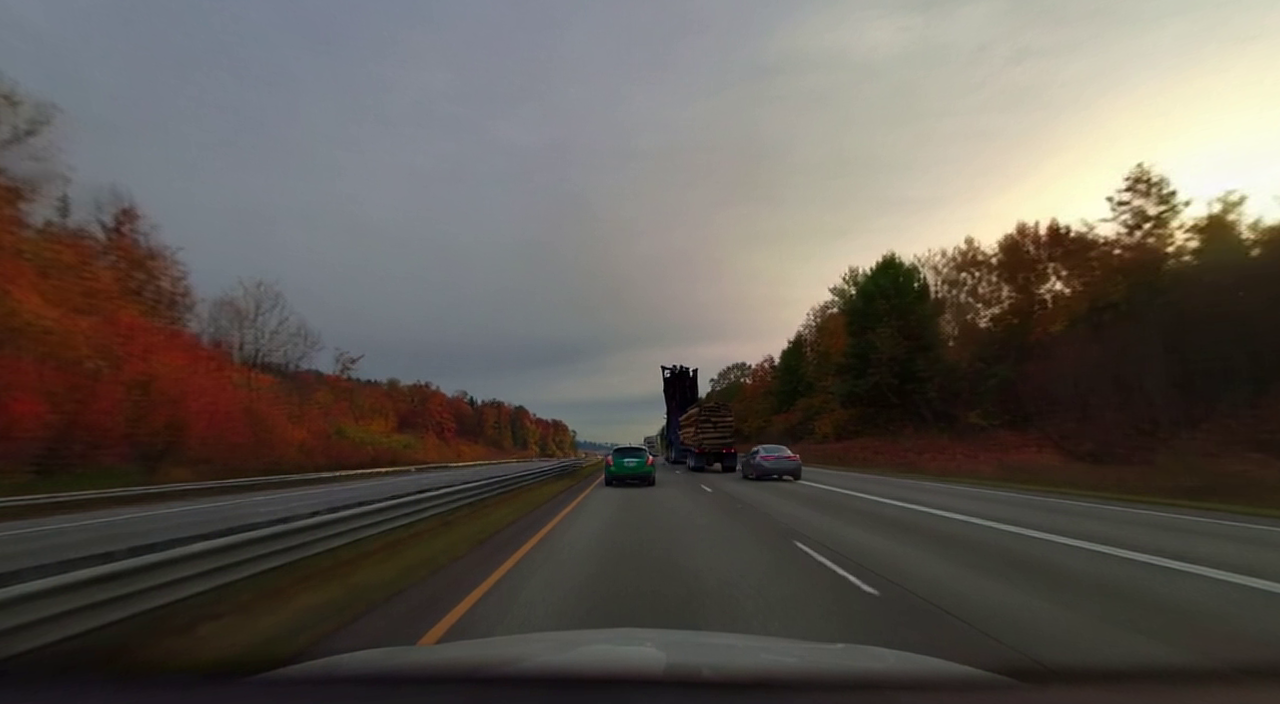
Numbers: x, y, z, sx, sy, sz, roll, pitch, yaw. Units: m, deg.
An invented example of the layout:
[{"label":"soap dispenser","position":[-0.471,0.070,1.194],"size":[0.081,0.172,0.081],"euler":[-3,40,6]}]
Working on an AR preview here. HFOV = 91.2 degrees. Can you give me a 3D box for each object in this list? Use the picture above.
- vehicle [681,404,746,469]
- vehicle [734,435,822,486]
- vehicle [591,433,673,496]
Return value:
[{"label":"vehicle","position":[4.690,5.720,41.945],"size":[3.125,3.895,8.461],"euler":[0,-9,-1]},{"label":"vehicle","position":[4.925,3.958,23.075],"size":[2.057,1.660,4.525],"euler":[0,-9,-2]},{"label":"vehicle","position":[-0.216,3.394,19.246],"size":[2.263,1.699,3.936],"euler":[-1,-9,0]}]
